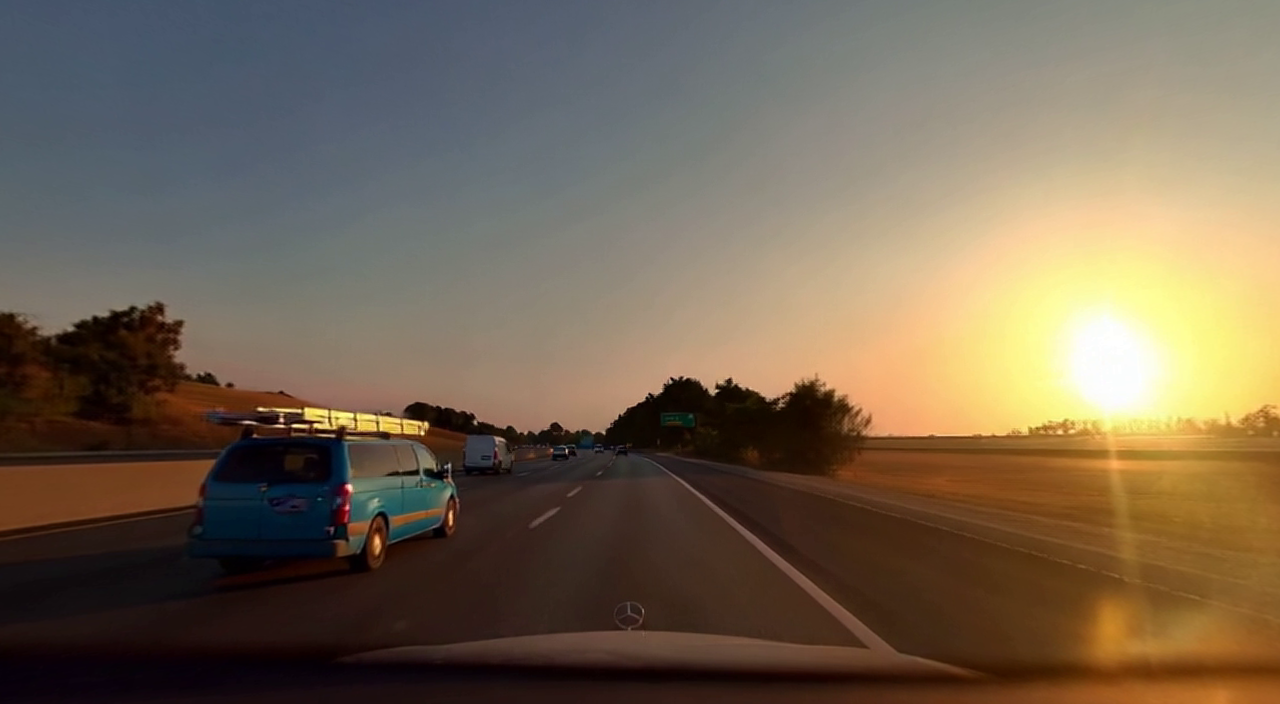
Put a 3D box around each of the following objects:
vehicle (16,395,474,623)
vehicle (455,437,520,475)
[{"bbox_3d":[-3.587,1.532,7.183,2.040,1.679,4.865,0,-9,0],"label":"vehicle"},{"bbox_3d":[-7.499,5.157,31.509,2.093,1.752,4.771,0,-9,0],"label":"vehicle"}]
